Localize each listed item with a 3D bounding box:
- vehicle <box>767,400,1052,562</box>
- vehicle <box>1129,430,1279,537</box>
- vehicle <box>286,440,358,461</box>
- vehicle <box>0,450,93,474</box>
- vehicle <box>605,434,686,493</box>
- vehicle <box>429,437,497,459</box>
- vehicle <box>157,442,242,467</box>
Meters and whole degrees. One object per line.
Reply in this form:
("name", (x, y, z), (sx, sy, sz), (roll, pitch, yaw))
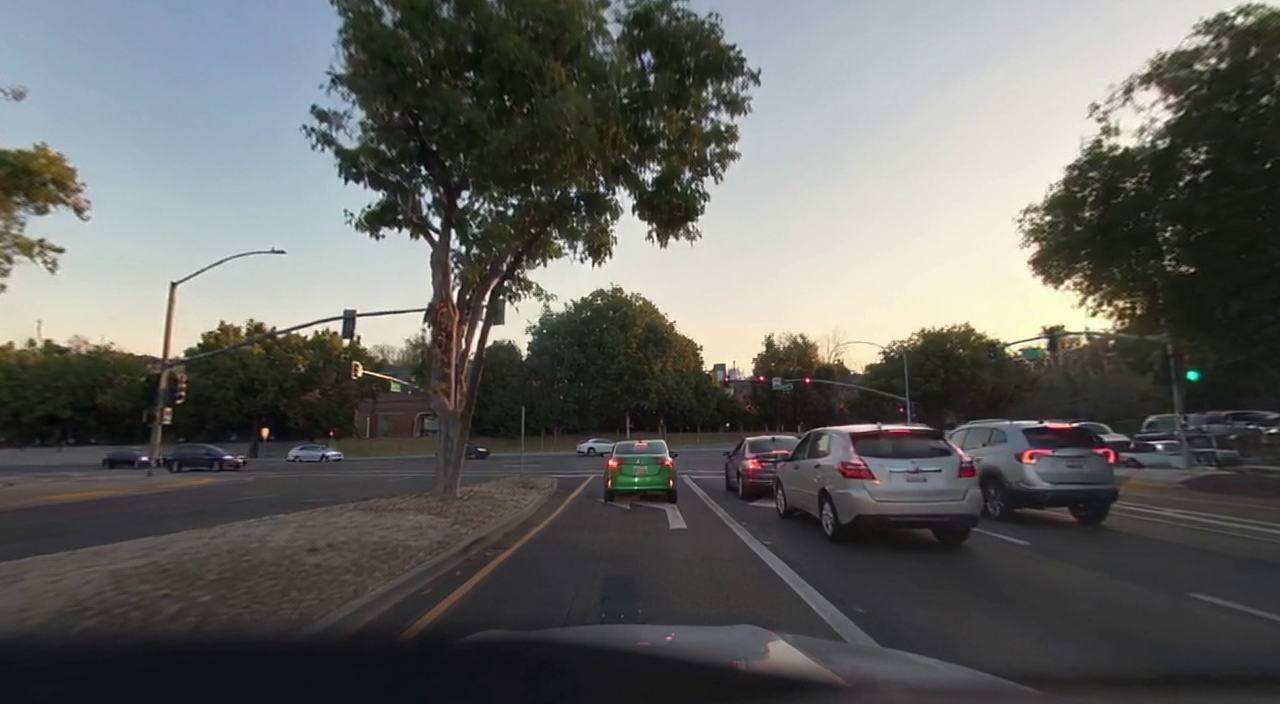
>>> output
("vehicle", (3.478, 1.796, 9.523), (2.111, 1.780, 4.990), (0, -9, 1))
("vehicle", (10.332, 2.016, 9.830), (1.919, 1.549, 4.452), (0, -9, 1))
("vehicle", (-24.444, 7.588, 48.602), (4.670, 1.542, 1.861), (-1, -9, 8))
("vehicle", (-38.530, 7.126, 40.973), (4.630, 1.441, 1.923), (-1, -9, 9))
("vehicle", (0.187, 3.107, 17.960), (2.026, 1.458, 4.175), (0, -9, 1))
("vehicle", (-12.457, 6.798, 44.627), (4.076, 1.498, 2.175), (0, -9, 1))
("vehicle", (-29.954, 6.942, 43.003), (4.517, 1.637, 1.935), (-1, -9, 8))
